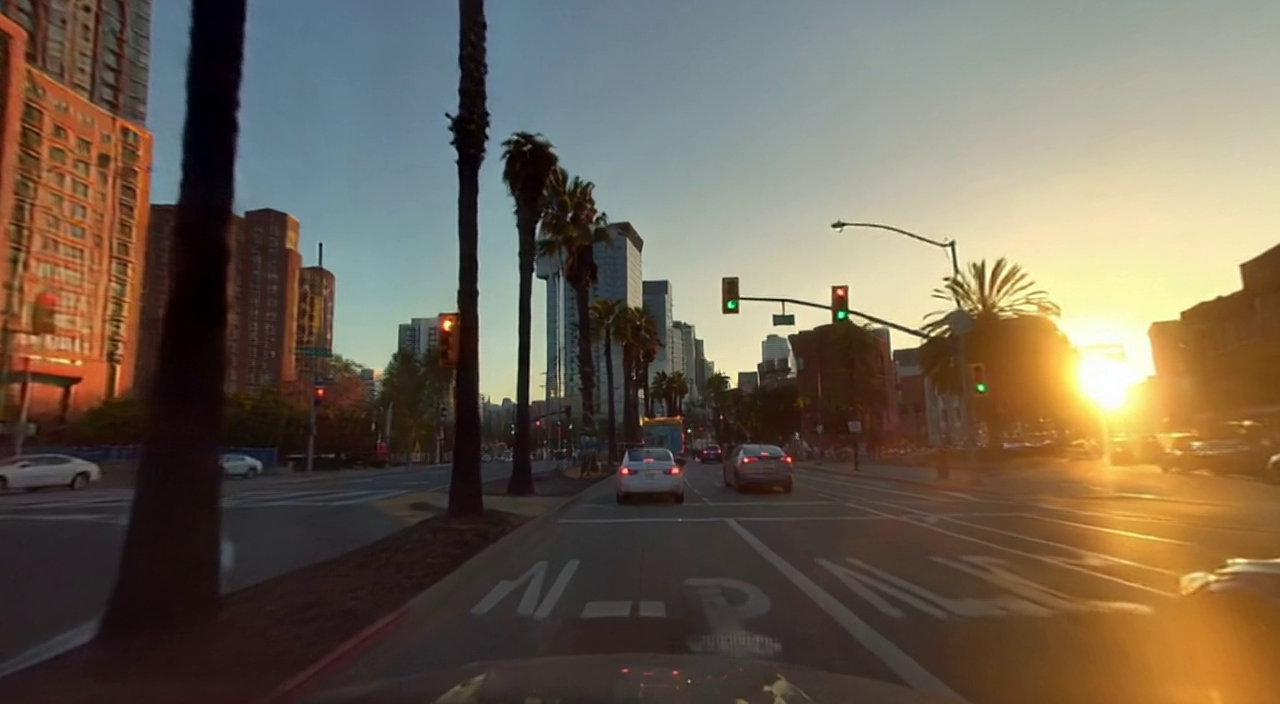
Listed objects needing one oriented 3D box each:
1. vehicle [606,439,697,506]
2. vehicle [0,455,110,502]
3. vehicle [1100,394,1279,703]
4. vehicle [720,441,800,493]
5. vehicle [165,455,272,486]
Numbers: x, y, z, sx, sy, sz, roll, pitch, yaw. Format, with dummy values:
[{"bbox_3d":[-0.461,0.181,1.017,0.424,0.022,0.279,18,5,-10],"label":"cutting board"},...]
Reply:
[{"bbox_3d":[0.299,3.009,16.181,2.048,1.503,3.681,0,-9,1],"label":"vehicle"},{"bbox_3d":[-21.613,4.348,21.935,1.844,1.478,4.618,-2,-9,13],"label":"vehicle"},{"bbox_3d":[3.519,0.723,1.239,1.920,1.490,4.417,0,-9,1],"label":"vehicle"},{"bbox_3d":[3.742,3.633,20.328,1.909,1.500,3.524,0,-9,1],"label":"vehicle"},{"bbox_3d":[-22.163,6.223,33.472,1.809,1.472,4.601,-2,-9,13],"label":"vehicle"}]
